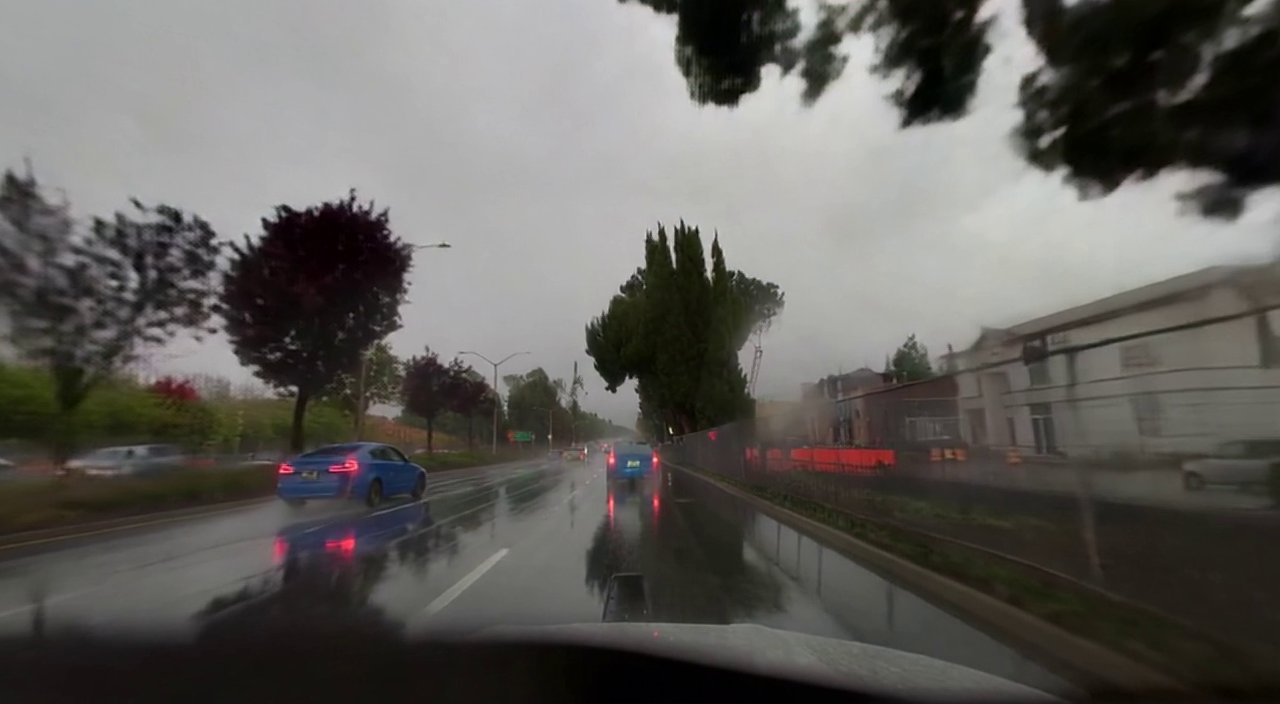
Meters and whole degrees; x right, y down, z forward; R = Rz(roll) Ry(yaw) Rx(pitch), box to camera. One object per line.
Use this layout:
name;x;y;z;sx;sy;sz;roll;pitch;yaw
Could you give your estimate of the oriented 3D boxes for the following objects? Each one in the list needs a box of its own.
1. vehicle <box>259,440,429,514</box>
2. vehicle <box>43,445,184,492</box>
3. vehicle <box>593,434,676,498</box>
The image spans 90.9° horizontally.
vehicle;-6.809;2.896;15.143;1.877;1.479;4.430;0;-9;1
vehicle;-22.720;5.016;27.527;2.017;1.845;4.788;0;-9;-1
vehicle;-0.196;3.362;18.914;2.227;1.654;4.091;0;-9;-1
